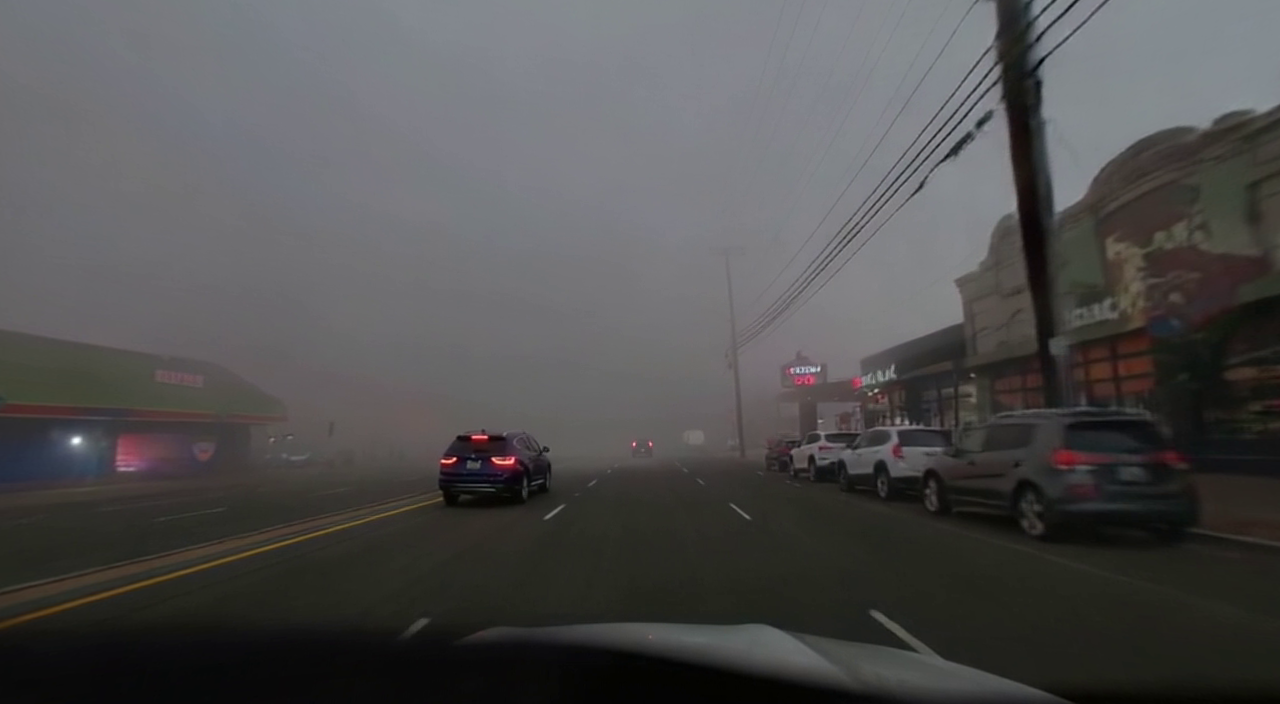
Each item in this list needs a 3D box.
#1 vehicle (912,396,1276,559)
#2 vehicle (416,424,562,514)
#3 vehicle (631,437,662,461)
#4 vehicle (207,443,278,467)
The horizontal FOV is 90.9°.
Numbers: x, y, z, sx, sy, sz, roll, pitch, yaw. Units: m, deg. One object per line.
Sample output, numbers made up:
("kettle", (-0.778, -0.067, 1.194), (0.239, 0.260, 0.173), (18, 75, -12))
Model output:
("vehicle", (6.356, 1.823, 9.818), (2.128, 1.900, 4.724), (0, -9, 1))
("vehicle", (-3.081, 2.502, 13.968), (2.049, 1.646, 4.445), (0, -9, 1))
("vehicle", (0.401, 6.509, 42.378), (2.037, 1.484, 4.073), (0, -9, 0))
("vehicle", (-31.069, 8.061, 49.286), (4.589, 1.779, 2.154), (-3, -9, 20))
